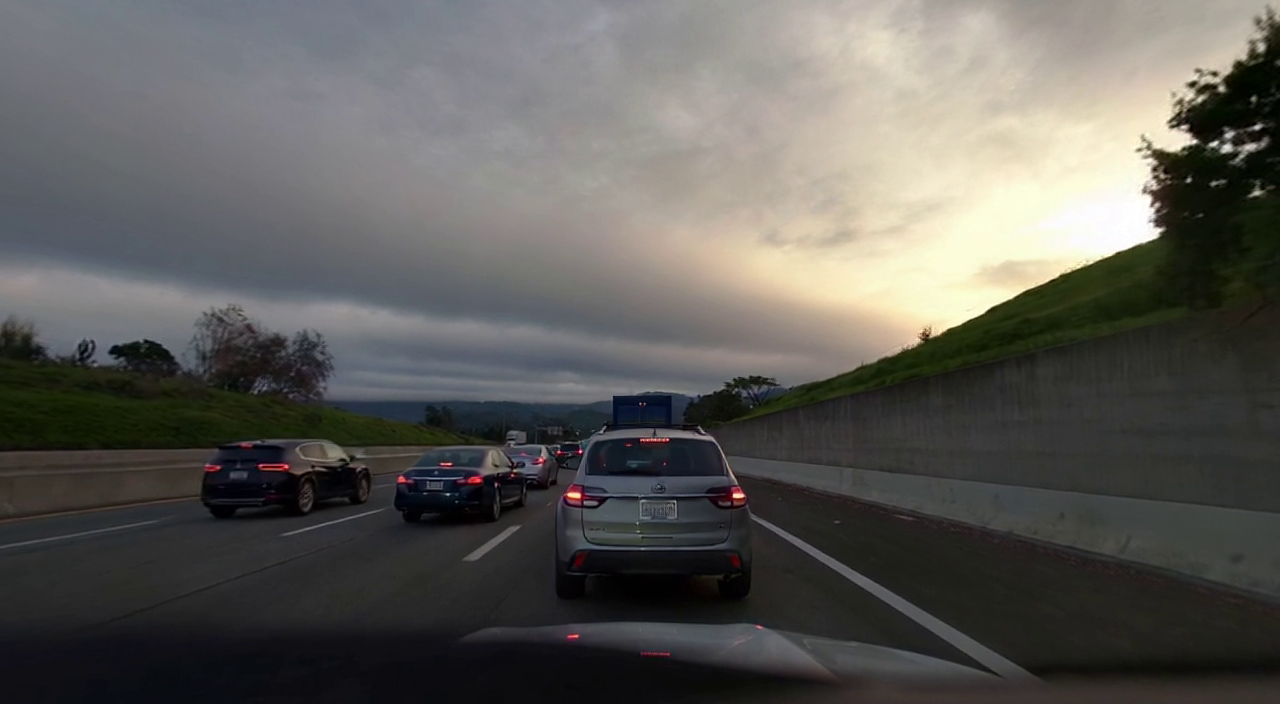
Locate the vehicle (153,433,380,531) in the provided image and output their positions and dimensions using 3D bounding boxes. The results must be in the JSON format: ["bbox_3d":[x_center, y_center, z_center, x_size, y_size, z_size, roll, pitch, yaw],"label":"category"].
[{"bbox_3d":[-7.500,2.636,13.391,1.986,1.700,4.558,0,-9,0],"label":"vehicle"}]

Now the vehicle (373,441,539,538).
[{"bbox_3d":[-3.240,2.488,12.025,1.917,1.506,3.949,0,-9,1],"label":"vehicle"}]

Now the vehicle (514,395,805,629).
[{"bbox_3d":[0.104,1.628,7.546,2.210,1.760,5.303,0,-9,-1],"label":"vehicle"}]
